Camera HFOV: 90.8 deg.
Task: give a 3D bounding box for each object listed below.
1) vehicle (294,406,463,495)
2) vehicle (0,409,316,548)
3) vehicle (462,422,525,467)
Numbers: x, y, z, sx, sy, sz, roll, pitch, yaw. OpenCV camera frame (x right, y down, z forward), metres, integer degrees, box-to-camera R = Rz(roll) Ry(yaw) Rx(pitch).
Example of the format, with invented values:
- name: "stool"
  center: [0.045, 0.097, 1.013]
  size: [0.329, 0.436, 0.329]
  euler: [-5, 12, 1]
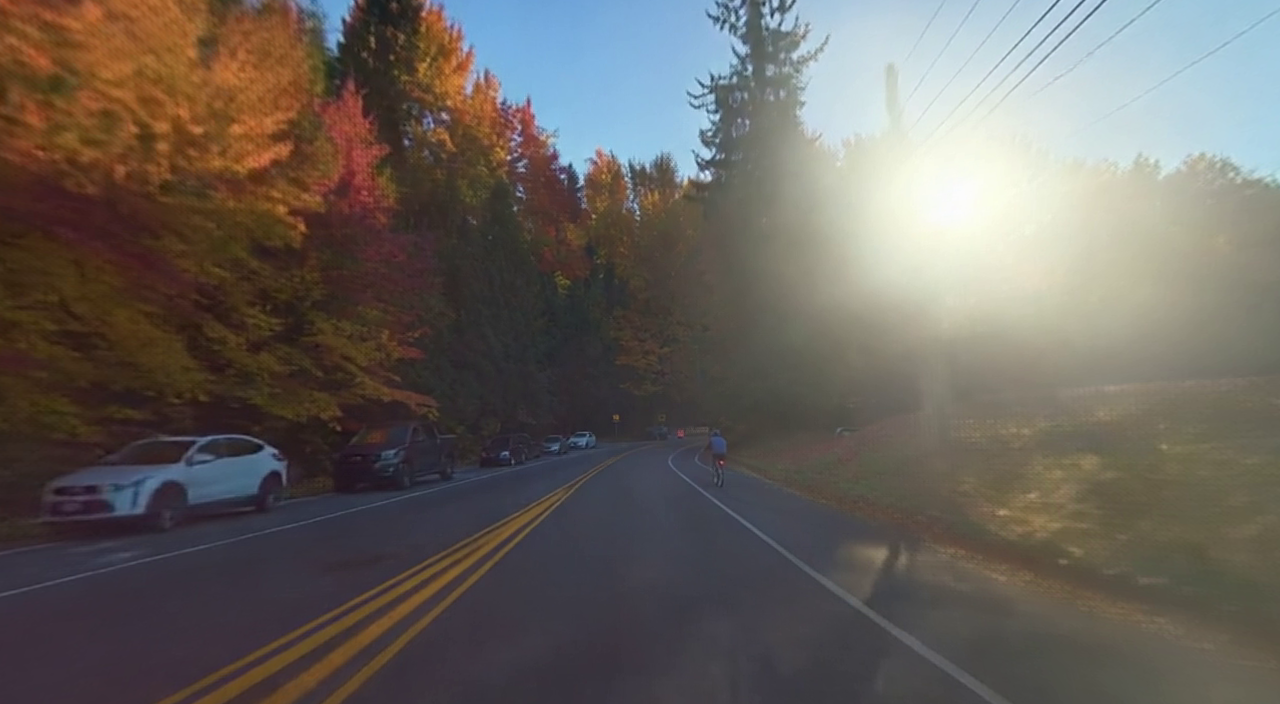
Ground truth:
- name: "vehicle"
  center: [-7.265, 2.864, 18.471]
  size: [2.312, 2.075, 5.748]
  euler: [-3, -9, 2]
- name: "vehicle"
  center: [-7.709, 1.978, 10.649]
  size: [1.991, 1.759, 4.443]
  euler: [-3, -8, 3]
- name: "vehicle"
  center: [-7.301, 4.698, 31.982]
  size: [1.955, 1.908, 4.680]
  euler: [-5, -9, 0]
